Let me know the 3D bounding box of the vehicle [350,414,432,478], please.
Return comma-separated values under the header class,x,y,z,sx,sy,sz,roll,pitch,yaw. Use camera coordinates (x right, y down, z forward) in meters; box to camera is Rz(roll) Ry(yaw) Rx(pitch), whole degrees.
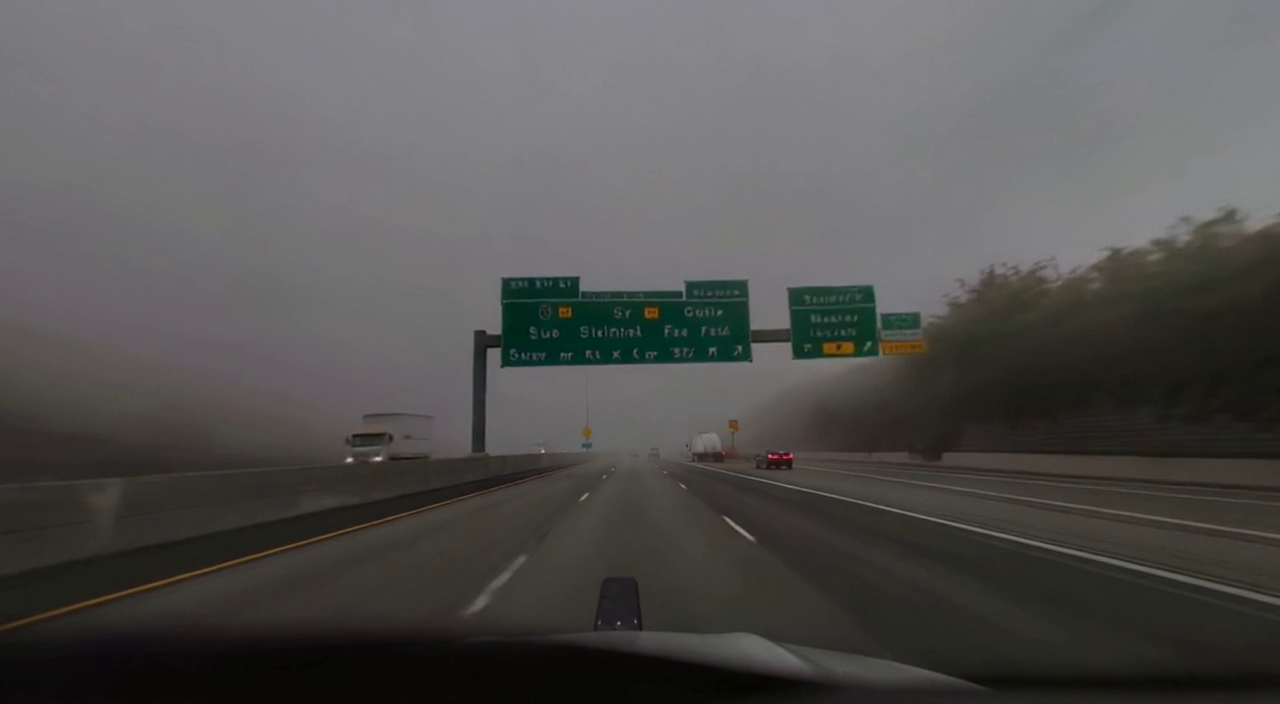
class,x,y,z,sx,sy,sz,roll,pitch,yaw
vehicle,-16.420,6.267,41.935,2.988,3.980,5.849,0,-9,0
